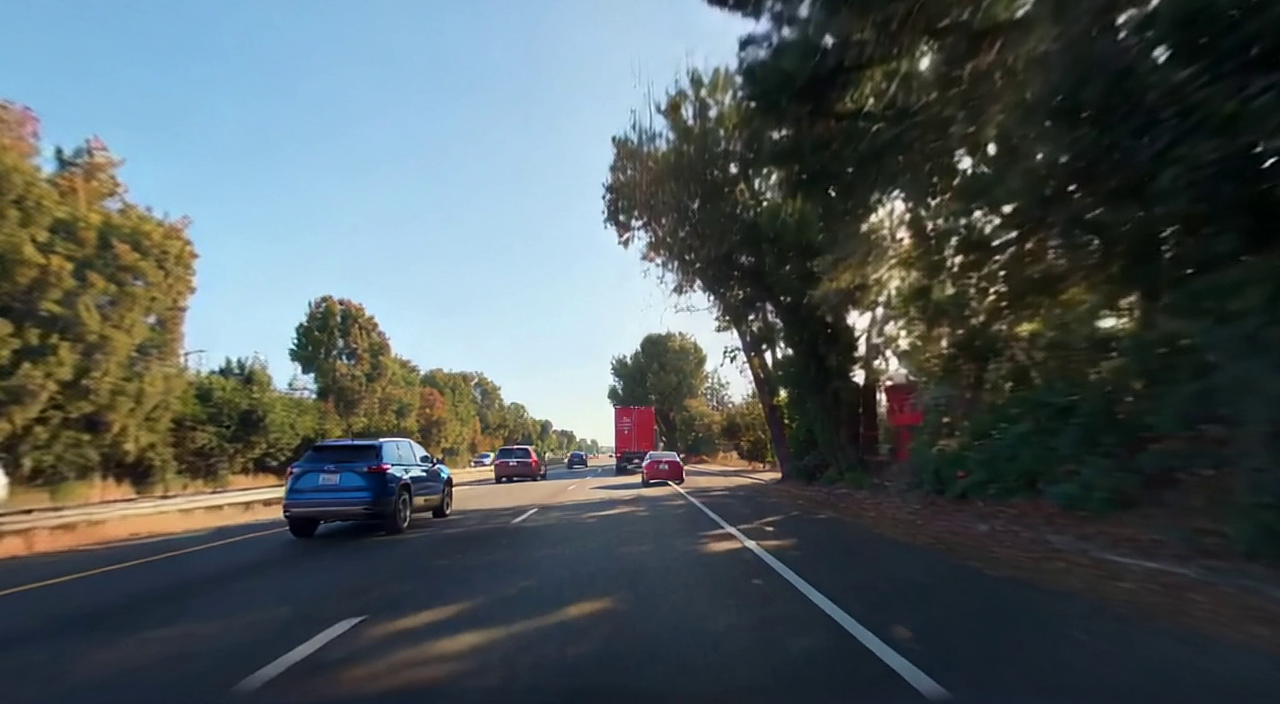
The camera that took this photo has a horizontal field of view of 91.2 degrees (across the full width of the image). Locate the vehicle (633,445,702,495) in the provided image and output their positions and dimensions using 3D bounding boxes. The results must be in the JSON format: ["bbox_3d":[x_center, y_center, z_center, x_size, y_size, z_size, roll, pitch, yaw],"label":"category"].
[{"bbox_3d":[0.824,3.943,21.318,2.026,1.489,4.045,0,-9,-2],"label":"vehicle"}]

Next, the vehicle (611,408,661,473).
[{"bbox_3d":[-0.520,6.383,44.857,3.113,4.066,10.786,0,-9,-3],"label":"vehicle"}]

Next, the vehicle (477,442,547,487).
[{"bbox_3d":[-5.182,4.616,25.959,2.035,1.664,4.064,0,-9,0],"label":"vehicle"}]

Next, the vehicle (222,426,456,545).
[{"bbox_3d":[-4.924,2.230,11.083,2.100,1.671,4.105,0,-9,0],"label":"vehicle"}]
